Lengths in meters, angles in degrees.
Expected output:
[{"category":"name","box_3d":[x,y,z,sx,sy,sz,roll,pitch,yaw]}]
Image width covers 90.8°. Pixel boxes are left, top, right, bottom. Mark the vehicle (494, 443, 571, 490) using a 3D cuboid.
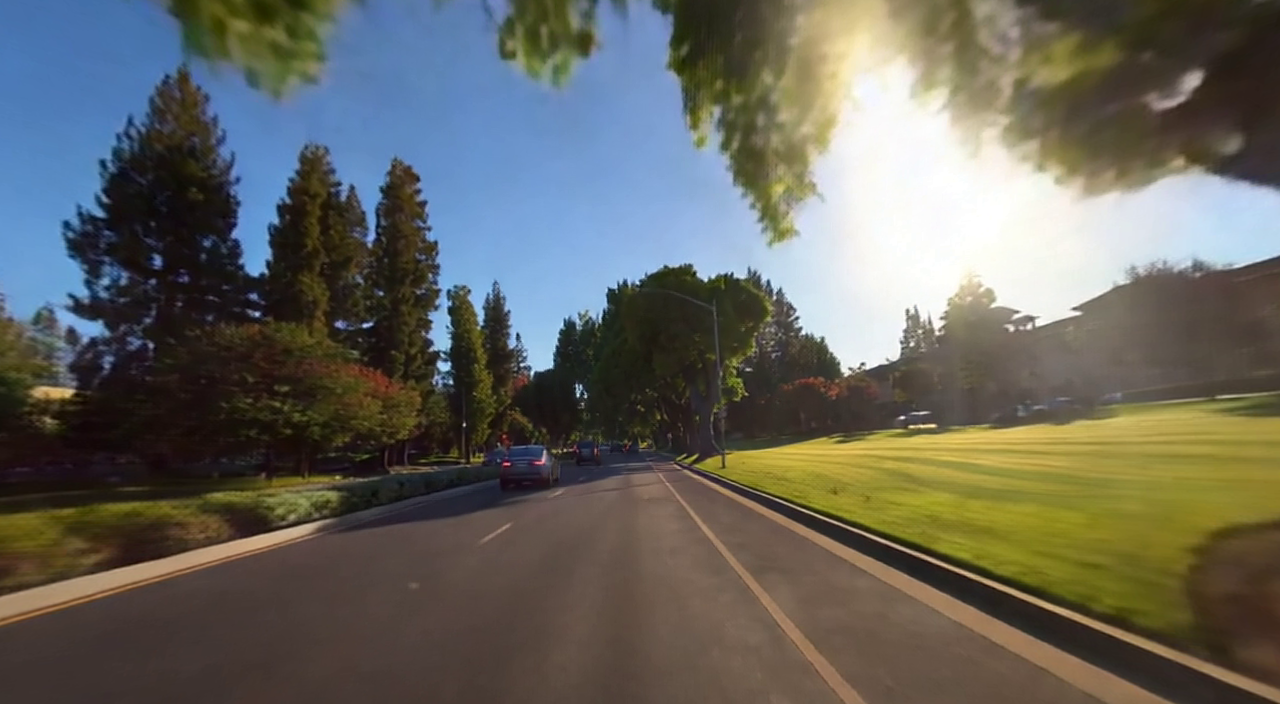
[{"category":"vehicle","box_3d":[-3.641,3.938,22.096,1.932,1.431,4.144,-1,-8,1]}]
